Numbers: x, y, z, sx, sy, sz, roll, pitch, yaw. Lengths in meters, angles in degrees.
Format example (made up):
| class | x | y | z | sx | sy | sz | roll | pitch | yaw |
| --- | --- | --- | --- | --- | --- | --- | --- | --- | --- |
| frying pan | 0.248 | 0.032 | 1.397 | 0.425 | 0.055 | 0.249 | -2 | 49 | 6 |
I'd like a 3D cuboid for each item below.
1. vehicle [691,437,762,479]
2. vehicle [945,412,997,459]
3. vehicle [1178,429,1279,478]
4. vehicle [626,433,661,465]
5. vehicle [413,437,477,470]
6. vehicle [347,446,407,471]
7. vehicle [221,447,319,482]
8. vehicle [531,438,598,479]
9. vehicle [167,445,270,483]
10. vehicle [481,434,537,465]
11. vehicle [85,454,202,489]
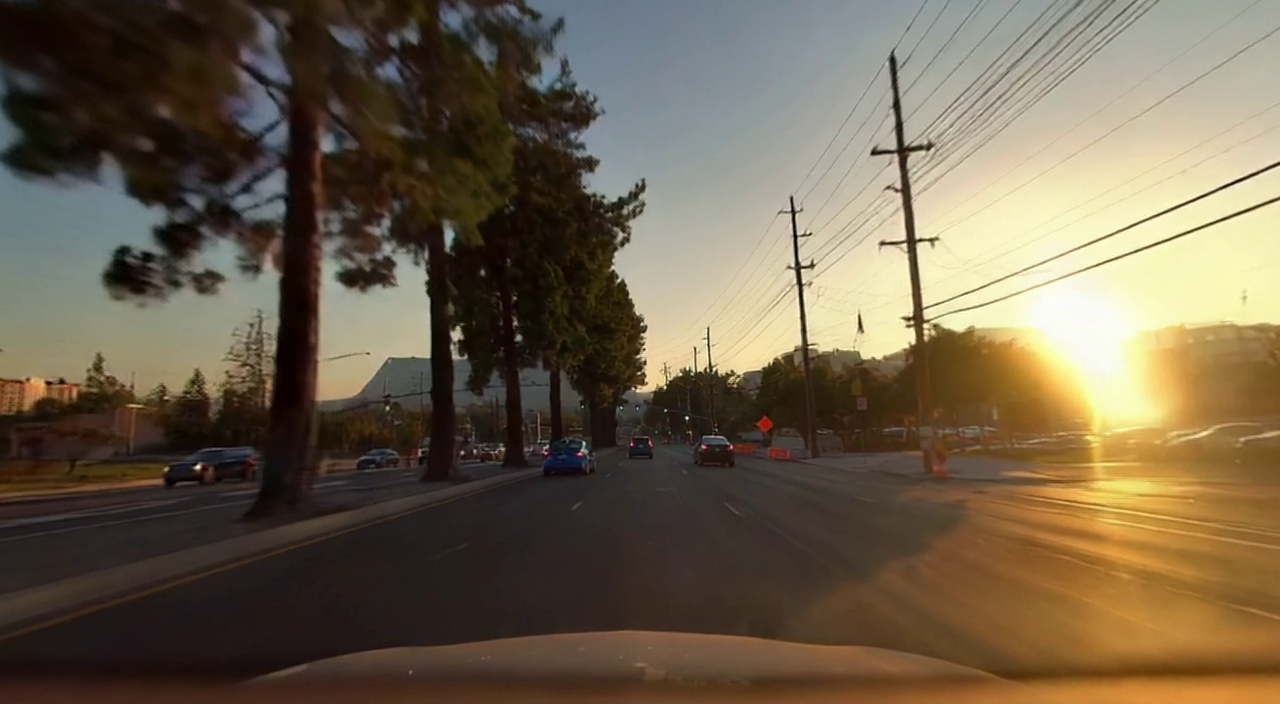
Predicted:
| class | x | y | z | sx | sy | sz | roll | pitch | yaw |
| --- | --- | --- | --- | --- | --- | --- | --- | --- | --- |
| vehicle | 3.285 | 4.142 | 24.969 | 2.142 | 1.475 | 4.565 | 0 | -8 | 0 |
| vehicle | 25.769 | 6.366 | 48.829 | 2.825 | 3.296 | 8.344 | -3 | -7 | 32 |
| vehicle | 20.163 | 3.441 | 21.657 | 1.928 | 1.466 | 4.677 | -5 | -10 | 33 |
| vehicle | 0.222 | 6.035 | 39.323 | 2.060 | 1.845 | 4.151 | 0 | -8 | 0 |
| vehicle | -9.646 | 5.041 | 31.426 | 1.774 | 1.535 | 3.828 | 0 | -8 | 3 |
| vehicle | -17.183 | 6.961 | 41.408 | 1.911 | 1.509 | 4.406 | 0 | -8 | 2 |
| vehicle | -17.492 | 5.319 | 30.096 | 1.813 | 1.513 | 4.457 | 0 | -8 | 2 |
| vehicle | -2.969 | 4.320 | 25.914 | 2.087 | 1.480 | 4.825 | 0 | -8 | 1 |
| vehicle | -21.160 | 5.625 | 31.964 | 1.977 | 1.760 | 4.569 | 0 | -8 | 1 |
| vehicle | -8.926 | 6.701 | 43.615 | 2.392 | 2.012 | 5.727 | 0 | -8 | 2 |
| vehicle | -24.471 | 5.874 | 31.352 | 1.899 | 1.472 | 4.745 | 0 | -8 | 0 |
